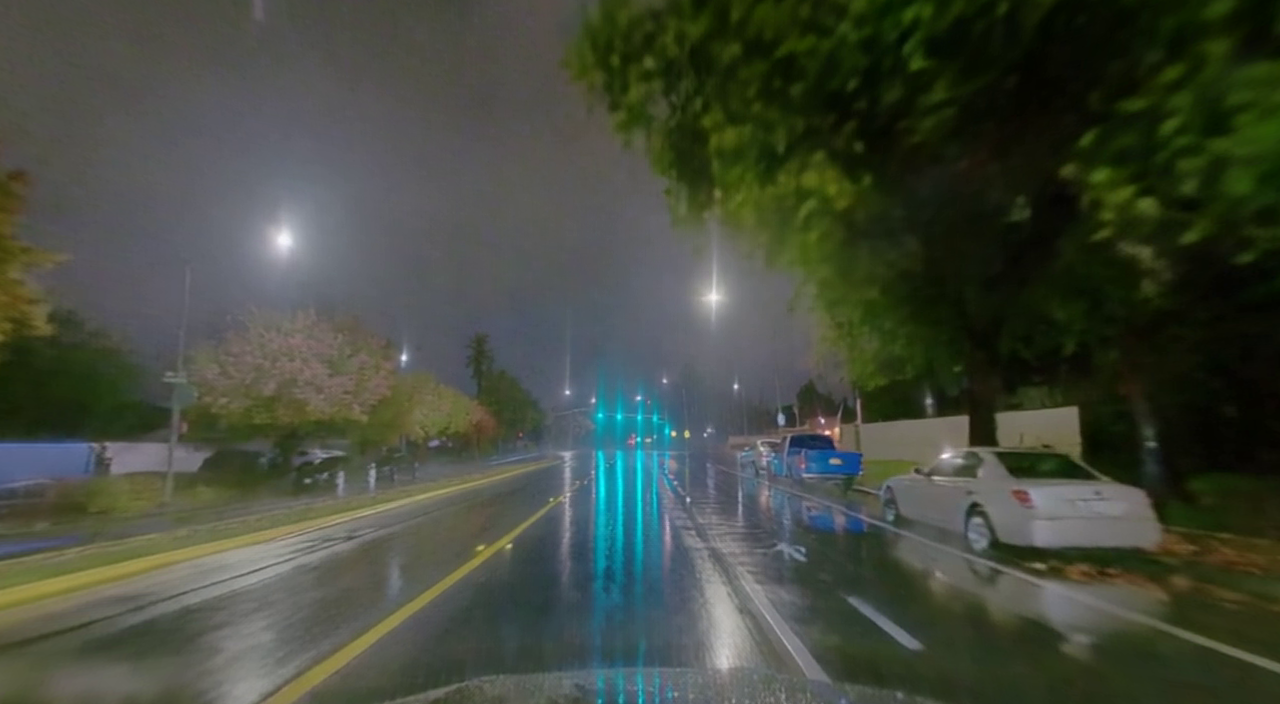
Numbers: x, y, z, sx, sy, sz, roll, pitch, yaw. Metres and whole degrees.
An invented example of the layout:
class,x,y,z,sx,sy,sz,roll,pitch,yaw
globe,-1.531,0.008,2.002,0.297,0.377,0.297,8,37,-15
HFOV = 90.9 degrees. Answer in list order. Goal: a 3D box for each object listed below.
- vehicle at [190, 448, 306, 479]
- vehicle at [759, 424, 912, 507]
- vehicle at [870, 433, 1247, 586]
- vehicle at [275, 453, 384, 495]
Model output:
class,x,y,z,sx,sy,sz,roll,pitch,yaw
vehicle,-20.848,5.944,33.691,4.715,1.560,2.131,0,-9,-1
vehicle,4.748,2.821,16.360,2.218,1.789,5.146,0,-8,-1
vehicle,4.837,1.823,8.356,1.928,1.431,4.570,0,-8,1
vehicle,-12.526,4.936,25.853,1.983,1.513,4.662,0,-9,2
